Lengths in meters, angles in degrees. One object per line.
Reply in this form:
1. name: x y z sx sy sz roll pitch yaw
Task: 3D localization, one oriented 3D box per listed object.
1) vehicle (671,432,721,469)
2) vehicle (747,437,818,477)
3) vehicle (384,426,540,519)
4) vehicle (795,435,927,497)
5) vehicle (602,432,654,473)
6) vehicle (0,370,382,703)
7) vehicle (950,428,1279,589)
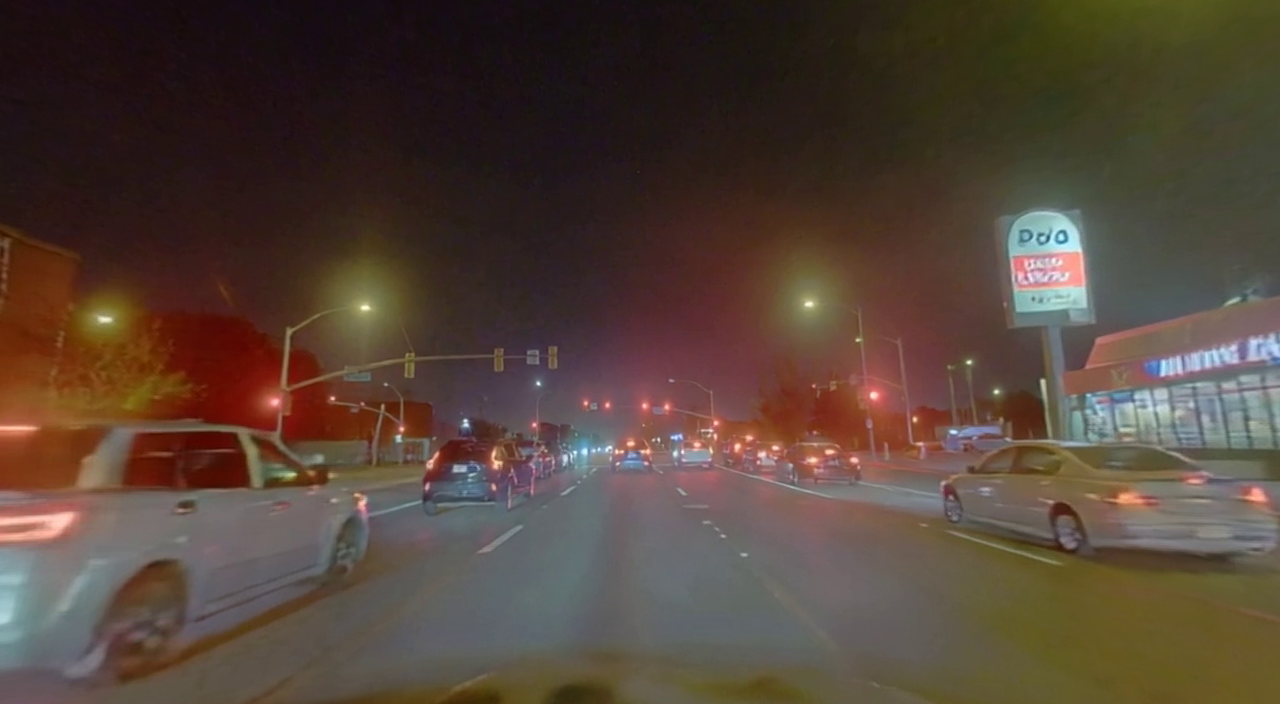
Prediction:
1. vehicle: 2.785 5.059 32.533 2.018 1.779 4.338 0 -8 -2
2. vehicle: 5.940 4.437 26.903 1.884 1.522 4.557 0 -8 -1
3. vehicle: -3.507 2.454 13.428 2.063 1.625 4.290 0 -8 0
4. vehicle: 6.033 3.164 17.968 1.969 1.502 4.663 0 -8 -1
5. vehicle: -0.547 4.691 29.569 2.261 1.741 4.255 0 -8 -1
6. vehicle: -3.609 1.154 4.367 1.934 1.624 3.964 0 -8 0
7. vehicle: 6.103 1.761 8.073 2.017 1.453 4.497 0 -8 1
